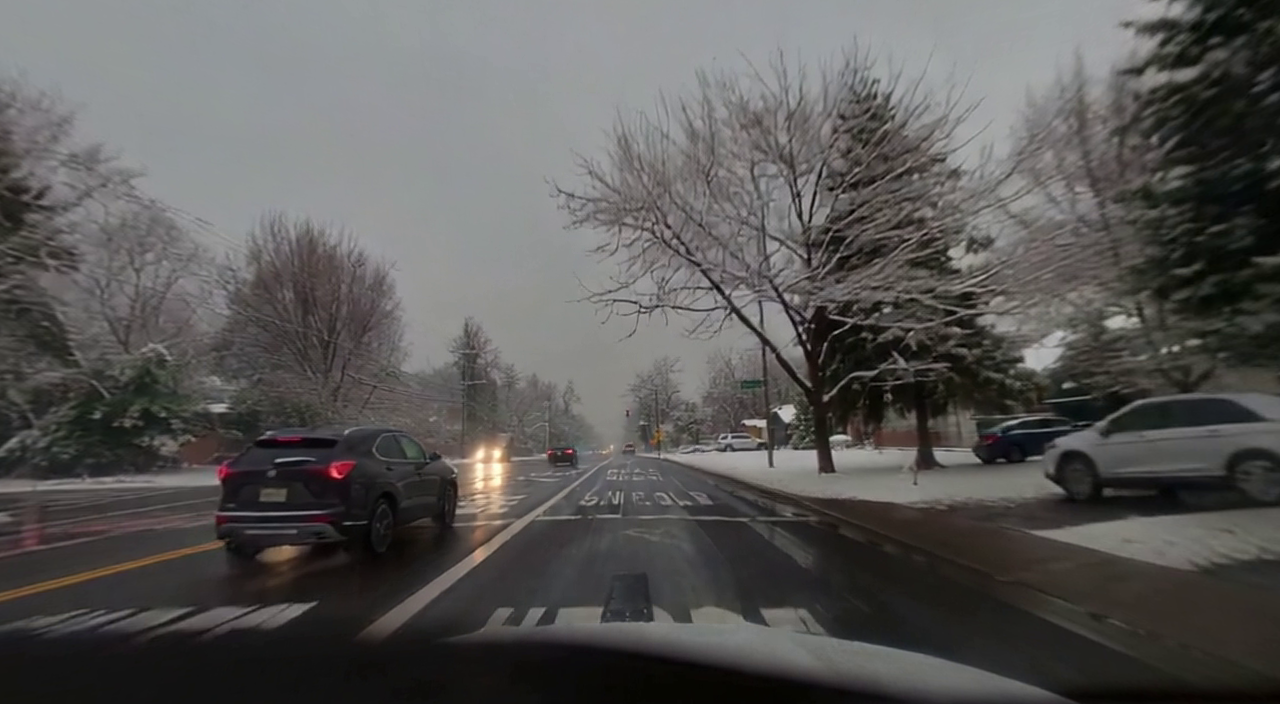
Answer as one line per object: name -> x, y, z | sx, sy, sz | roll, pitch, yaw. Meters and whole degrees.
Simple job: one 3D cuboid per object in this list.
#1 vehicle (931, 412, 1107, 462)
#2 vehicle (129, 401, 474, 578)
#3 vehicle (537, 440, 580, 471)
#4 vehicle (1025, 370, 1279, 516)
vehicle -> 12.135, 2.758, 20.414 | 4.411, 1.522, 2.004 | 0, -8, -3
vehicle -> -4.002, 1.706, 8.616 | 2.190, 1.766, 4.394 | 0, -8, 1
vehicle -> -4.144, 5.307, 32.519 | 1.802, 1.528, 3.490 | 0, -8, -1
vehicle -> 8.559, 1.314, 9.705 | 1.934, 1.741, 4.793 | -6, -8, -3
